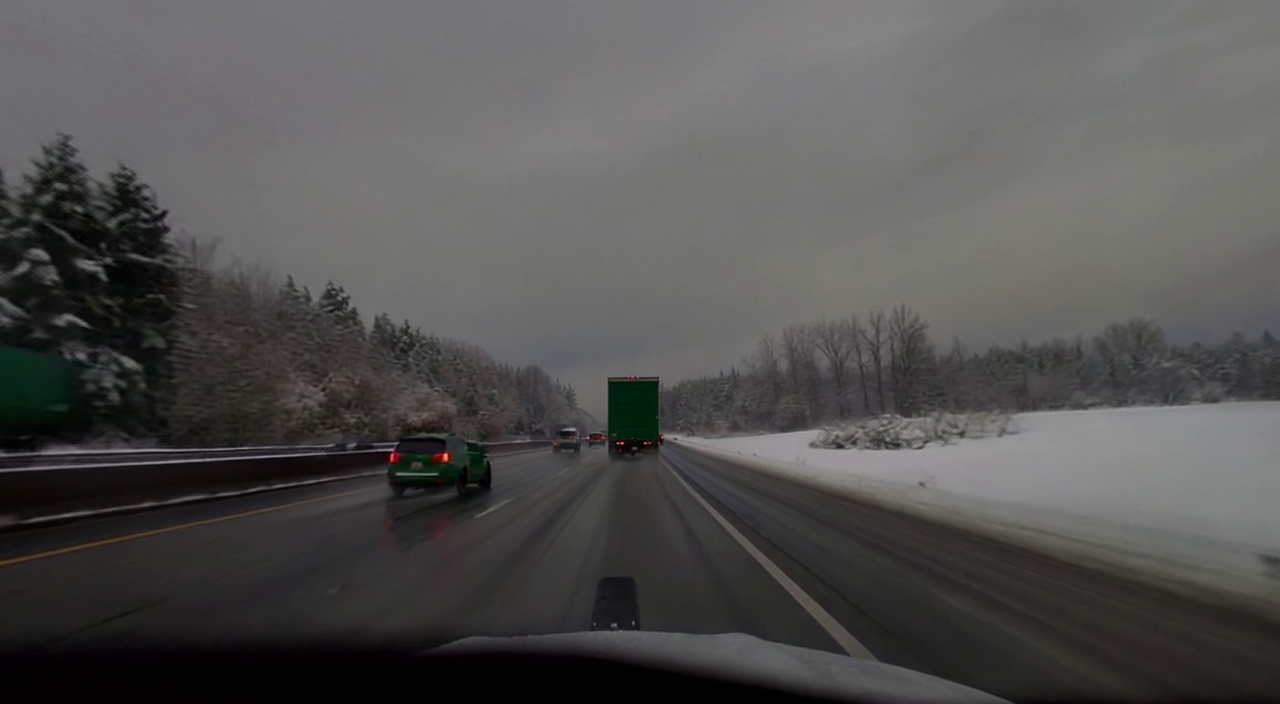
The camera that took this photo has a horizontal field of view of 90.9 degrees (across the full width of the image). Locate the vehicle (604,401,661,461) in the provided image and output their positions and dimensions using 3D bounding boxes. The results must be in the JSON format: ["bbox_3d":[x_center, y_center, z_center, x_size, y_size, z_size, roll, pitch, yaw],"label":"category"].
[{"bbox_3d":[-0.322,3.354,26.674,2.319,2.461,1.270,0,-8,0],"label":"vehicle"}]

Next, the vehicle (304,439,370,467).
[{"bbox_3d":[-18.004,5.984,37.684,1.878,1.594,4.150,0,-8,0],"label":"vehicle"}]

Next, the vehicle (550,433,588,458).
[{"bbox_3d":[-5.049,6.688,45.299,2.138,1.697,4.587,0,-8,1],"label":"vehicle"}]

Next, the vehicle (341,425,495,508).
[{"bbox_3d":[-4.572,2.398,13.658,1.909,1.520,3.897,0,-8,0],"label":"vehicle"}]
